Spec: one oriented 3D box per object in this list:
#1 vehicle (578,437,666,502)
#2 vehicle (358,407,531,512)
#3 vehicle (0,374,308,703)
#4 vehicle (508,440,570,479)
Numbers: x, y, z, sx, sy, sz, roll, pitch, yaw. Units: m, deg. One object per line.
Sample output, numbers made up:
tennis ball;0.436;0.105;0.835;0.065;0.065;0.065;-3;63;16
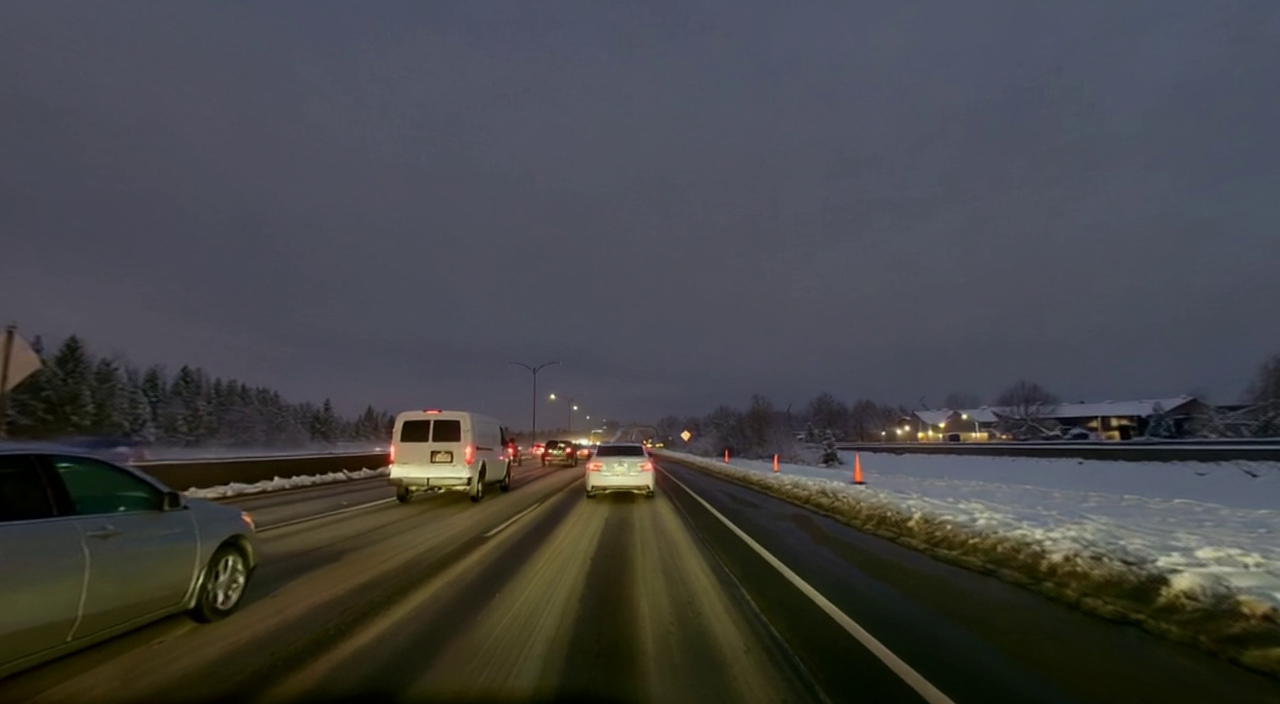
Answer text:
vehicle;-0.469;3.059;16.854;2.069;1.484;3.918;0;-9;-1
vehicle;-4.284;2.509;15.174;2.324;2.012;5.740;0;-9;0
vehicle;-3.940;0.966;3.240;2.041;1.604;4.384;0;-9;1
vehicle;-4.023;4.361;25.892;1.824;1.459;4.007;0;-9;1
